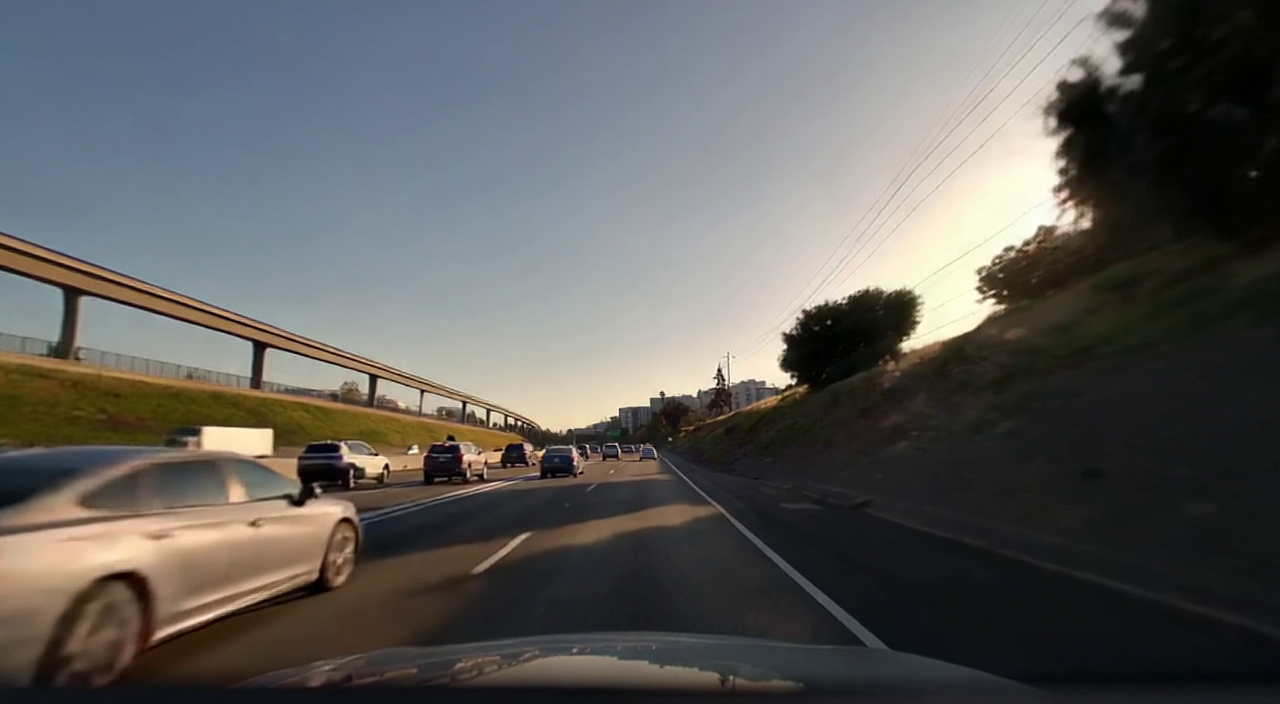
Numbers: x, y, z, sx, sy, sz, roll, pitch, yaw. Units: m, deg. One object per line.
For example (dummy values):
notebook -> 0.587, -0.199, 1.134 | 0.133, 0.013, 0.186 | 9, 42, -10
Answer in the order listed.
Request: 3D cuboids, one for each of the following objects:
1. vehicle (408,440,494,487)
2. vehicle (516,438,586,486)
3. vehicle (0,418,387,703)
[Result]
vehicle -> -7.251, 4.301, 24.683 | 1.959, 1.652, 4.170 | 0, -8, 2
vehicle -> -3.460, 4.364, 25.399 | 2.052, 1.731, 4.372 | 0, -8, 2
vehicle -> -3.502, 1.191, 3.839 | 2.056, 1.449, 4.330 | 0, -8, 1
